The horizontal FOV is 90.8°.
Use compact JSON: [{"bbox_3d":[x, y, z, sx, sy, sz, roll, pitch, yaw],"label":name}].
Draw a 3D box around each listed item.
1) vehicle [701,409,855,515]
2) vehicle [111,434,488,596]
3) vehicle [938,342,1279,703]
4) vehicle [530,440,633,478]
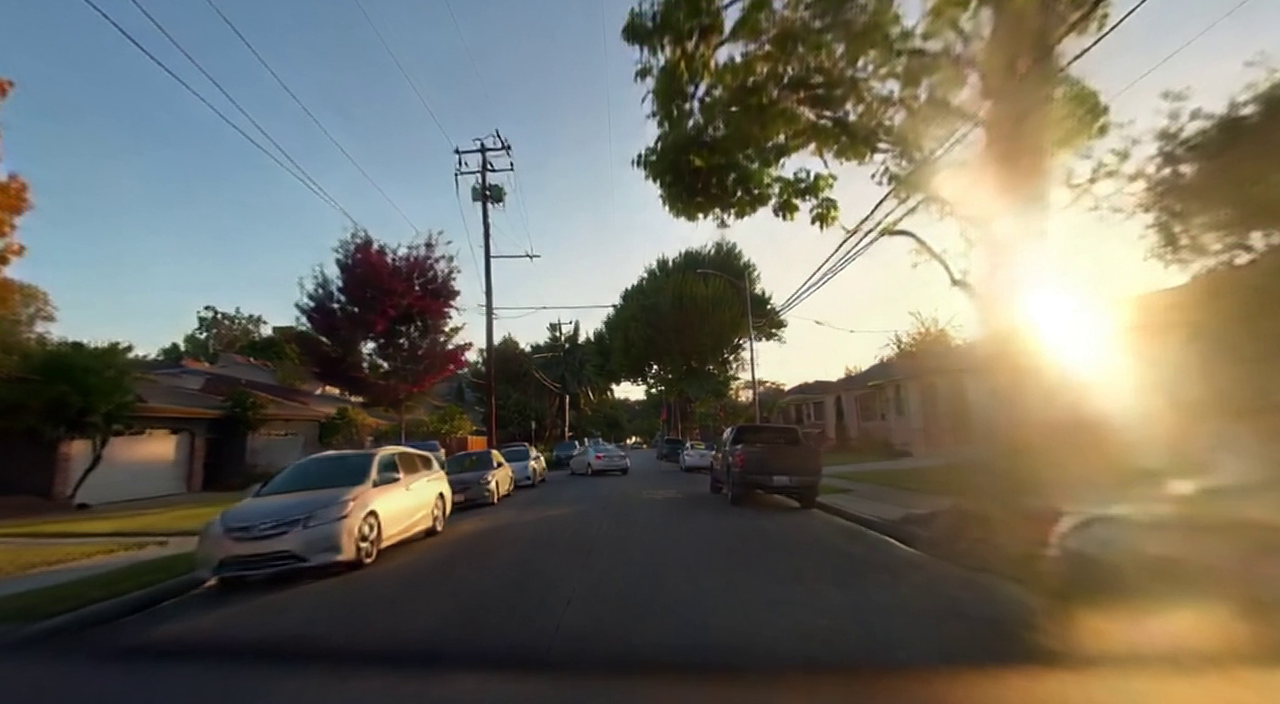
[{"bbox_3d":[2.881,2.475,14.682,2.292,1.981,5.277,0,-8,-1],"label":"vehicle"},{"bbox_3d":[-3.974,1.985,8.877,2.130,1.543,5.386,-1,-8,3],"label":"vehicle"},{"bbox_3d":[2.887,0.738,1.534,2.060,1.614,4.652,0,-8,0],"label":"vehicle"},{"bbox_3d":[-2.602,4.558,27.174,2.081,1.483,4.599,7,-11,-40],"label":"vehicle"}]
